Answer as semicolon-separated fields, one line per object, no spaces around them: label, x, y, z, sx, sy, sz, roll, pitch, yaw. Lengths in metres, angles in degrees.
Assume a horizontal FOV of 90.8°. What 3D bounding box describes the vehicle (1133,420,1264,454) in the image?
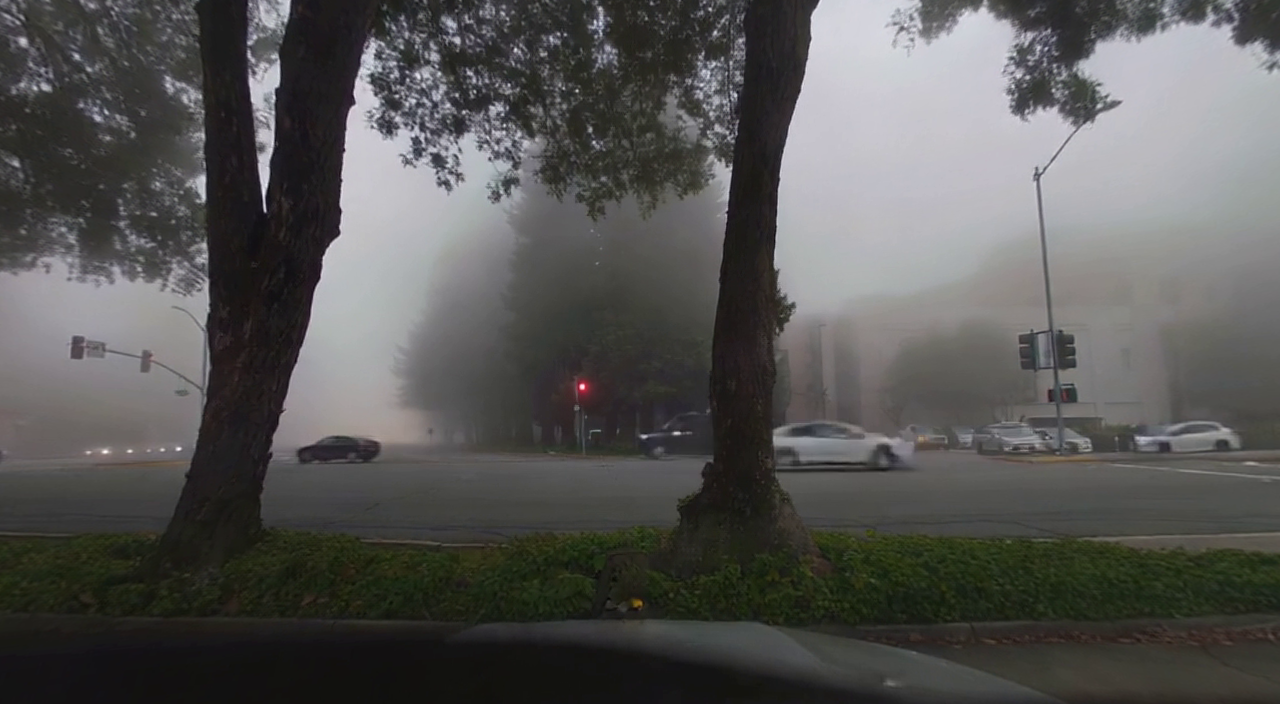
vehicle;27.609;4.239;31.375;4.370;1.592;1.886;-2;-9;10

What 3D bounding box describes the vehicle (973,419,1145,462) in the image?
vehicle;15.028;3.214;22.947;4.749;1.461;1.892;-1;-9;9

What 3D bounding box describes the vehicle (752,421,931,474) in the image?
vehicle;5.850;2.870;18.957;4.836;1.445;2.057;-2;-9;11

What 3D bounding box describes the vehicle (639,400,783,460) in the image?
vehicle;4.029;4.467;35.857;7.790;3.197;2.653;-2;-9;10

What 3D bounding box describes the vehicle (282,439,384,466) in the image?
vehicle;-17.206;5.658;35.494;4.860;1.441;1.934;-2;-9;11

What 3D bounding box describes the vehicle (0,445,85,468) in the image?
vehicle;-41.295;7.184;43.695;4.488;1.536;1.849;-2;-9;10

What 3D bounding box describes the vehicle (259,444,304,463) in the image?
vehicle;-28.054;7.919;49.545;2.235;1.417;4.272;3;-9;-19
